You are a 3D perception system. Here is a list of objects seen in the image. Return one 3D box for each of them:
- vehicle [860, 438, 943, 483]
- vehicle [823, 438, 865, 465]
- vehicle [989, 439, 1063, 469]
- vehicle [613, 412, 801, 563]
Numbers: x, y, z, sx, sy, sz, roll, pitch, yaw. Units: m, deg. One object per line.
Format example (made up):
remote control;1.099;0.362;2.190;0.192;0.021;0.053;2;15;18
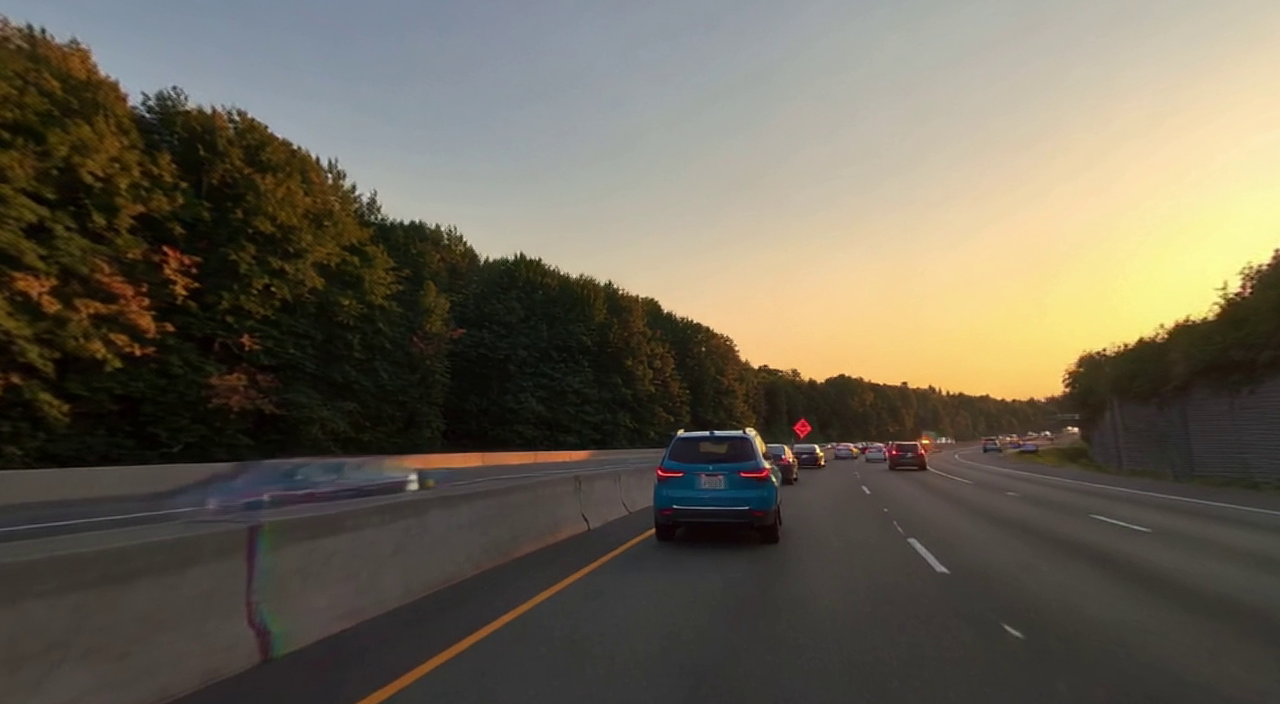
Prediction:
vehicle;9.429;3.912;23.097;1.962;1.442;4.536;-2;-8;12
vehicle;12.583;6.134;39.061;1.857;1.584;3.976;-1;-8;9
vehicle;20.244;5.332;33.216;1.990;1.478;4.475;-2;-9;14
vehicle;1.209;1.801;9.163;2.021;1.635;4.085;-2;-9;16
